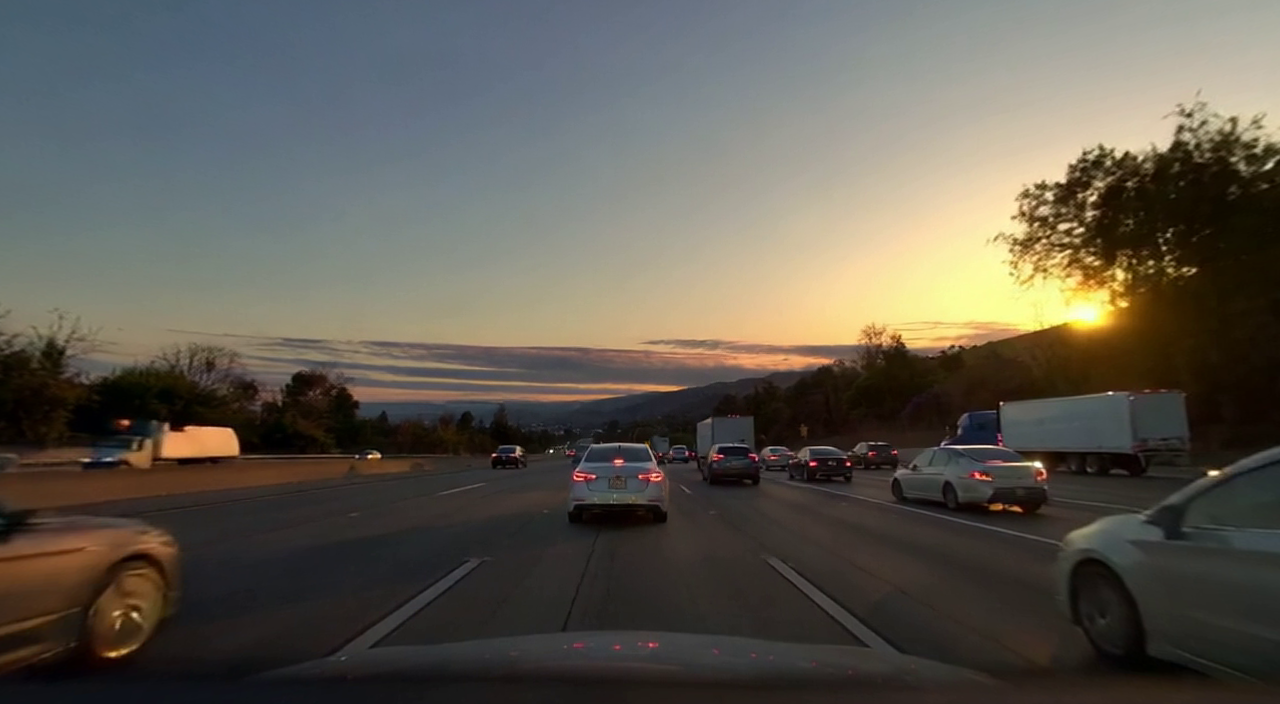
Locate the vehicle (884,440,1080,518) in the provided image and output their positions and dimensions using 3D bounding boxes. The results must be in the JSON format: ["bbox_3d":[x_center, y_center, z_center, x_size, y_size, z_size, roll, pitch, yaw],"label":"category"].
[{"bbox_3d":[7.623,2.848,14.705,2.021,1.505,4.480,0,-9,-1],"label":"vehicle"}]

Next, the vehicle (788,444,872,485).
[{"bbox_3d":[7.433,4.422,25.094,1.942,1.482,4.250,0,-9,-1],"label":"vehicle"}]

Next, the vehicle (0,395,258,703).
[{"bbox_3d":[-3.763,0.897,2.315,1.926,1.542,4.329,0,-9,1],"label":"vehicle"}]

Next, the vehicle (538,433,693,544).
[{"bbox_3d":[-0.322,2.192,10.746,2.132,1.499,4.038,0,-9,0],"label":"vehicle"}]

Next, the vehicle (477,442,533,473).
[{"bbox_3d":[-7.341,5.809,34.738,2.010,1.557,4.449,0,-9,1],"label":"vehicle"}]

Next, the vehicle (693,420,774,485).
[{"bbox_3d":[3.607,4.033,25.387,2.440,2.313,5.266,0,-9,0],"label":"vehicle"}]

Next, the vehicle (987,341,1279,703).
[{"bbox_3d":[3.593,0.803,2.510,2.053,1.666,4.106,0,-9,0],"label":"vehicle"}]
